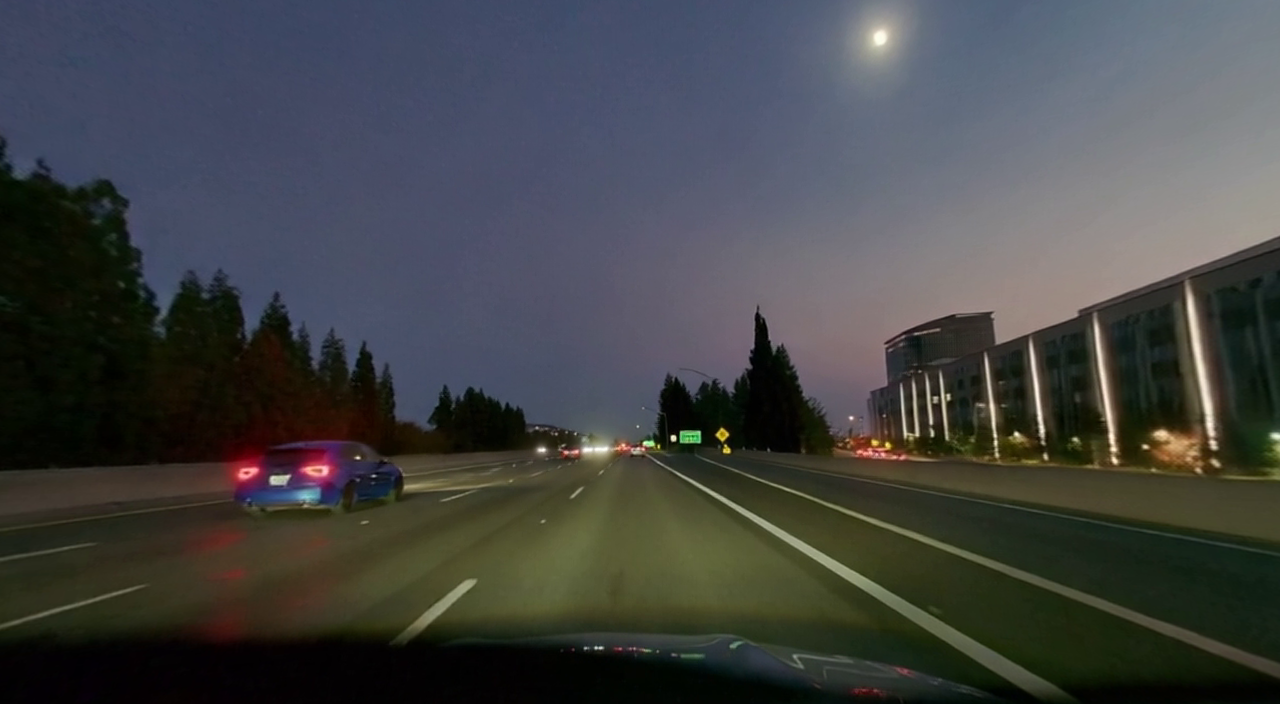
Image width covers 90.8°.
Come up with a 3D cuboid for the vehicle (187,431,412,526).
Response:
[{"bbox_3d":[-6.708,2.526,13.256,2.016,1.606,4.806,0,-9,0],"label":"vehicle"}]
